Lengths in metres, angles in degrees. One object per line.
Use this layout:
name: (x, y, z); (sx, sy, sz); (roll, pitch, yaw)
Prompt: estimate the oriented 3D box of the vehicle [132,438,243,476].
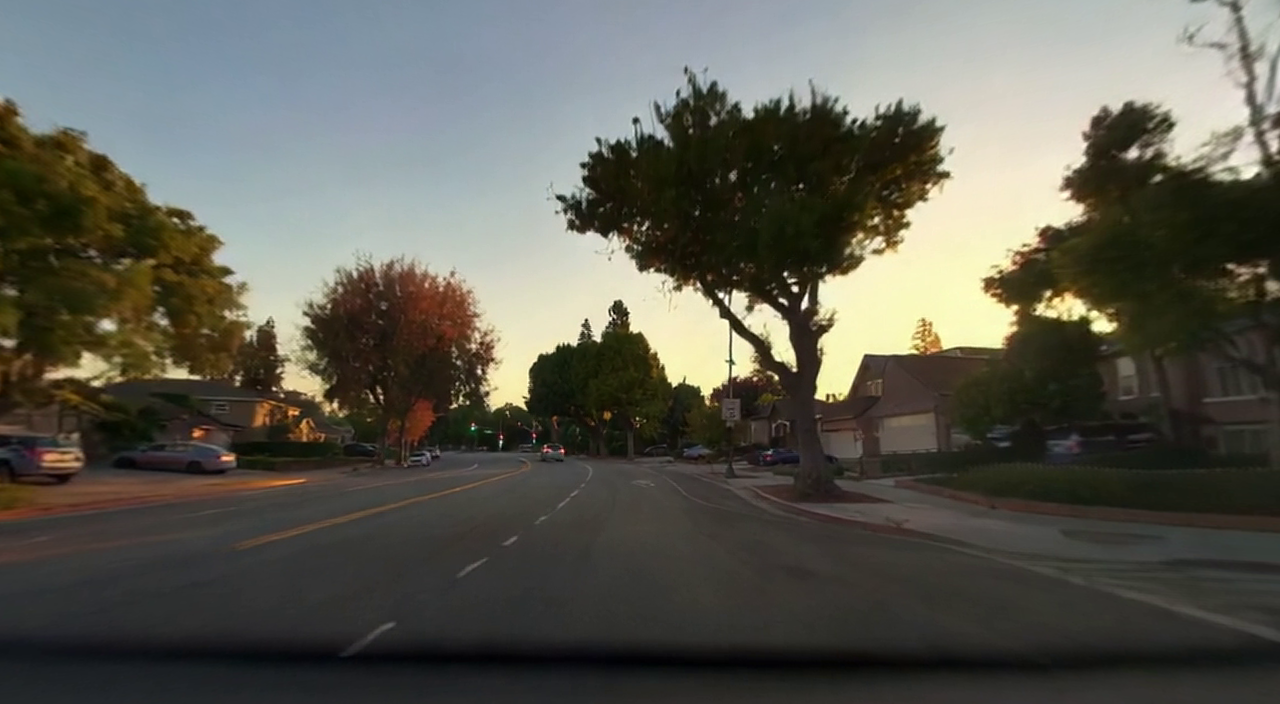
vehicle: (-21.958, 5.095, 30.788); (3.832, 1.683, 1.877); (2, -9, -7)
